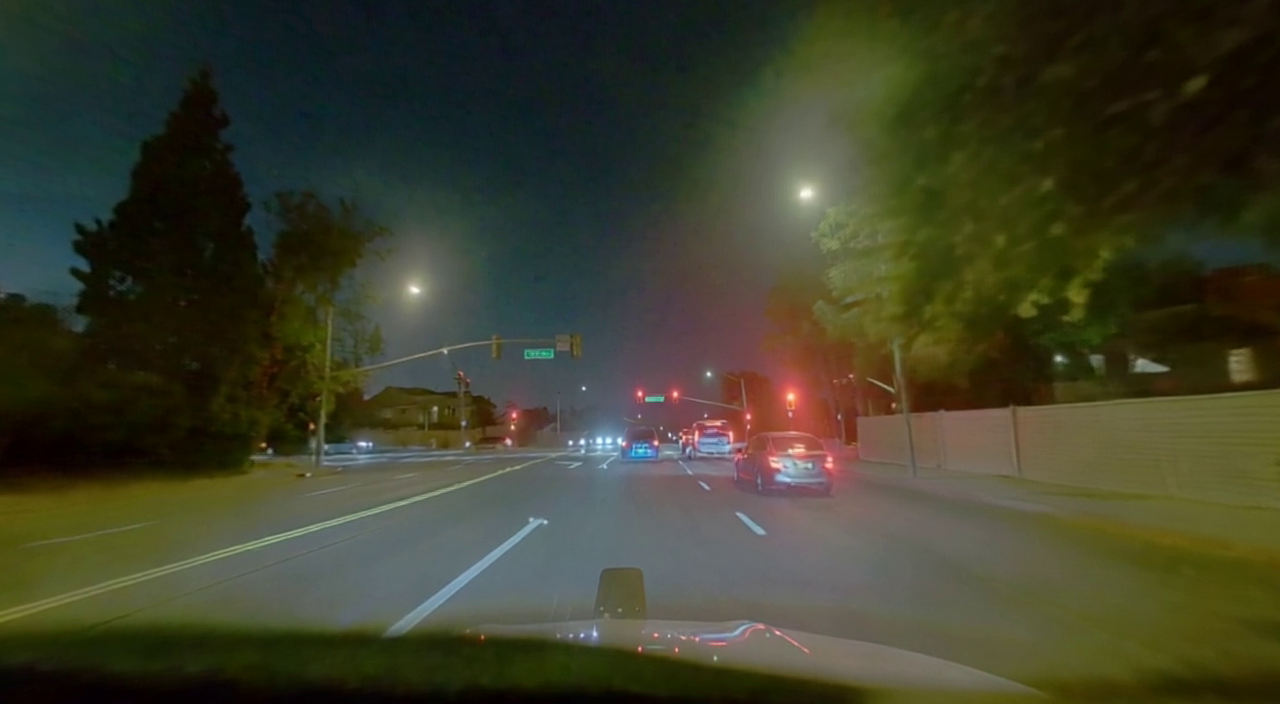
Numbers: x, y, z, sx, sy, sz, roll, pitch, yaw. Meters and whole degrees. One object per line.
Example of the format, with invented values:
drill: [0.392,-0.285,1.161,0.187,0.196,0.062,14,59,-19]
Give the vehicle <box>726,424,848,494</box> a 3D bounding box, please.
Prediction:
vehicle: [3.482,2.652,15.878,1.934,1.506,4.544,0,-8,-1]

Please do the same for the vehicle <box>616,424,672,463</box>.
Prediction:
vehicle: [0.224,4.170,28.526,2.321,1.624,4.367,0,-8,1]

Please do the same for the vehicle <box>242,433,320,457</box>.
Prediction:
vehicle: [-27.884,7.255,48.907,4.757,1.841,2.121,1,-8,-7]

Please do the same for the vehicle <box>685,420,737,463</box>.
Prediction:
vehicle: [3.337,4.327,30.394,2.059,1.924,4.257,0,-8,0]
